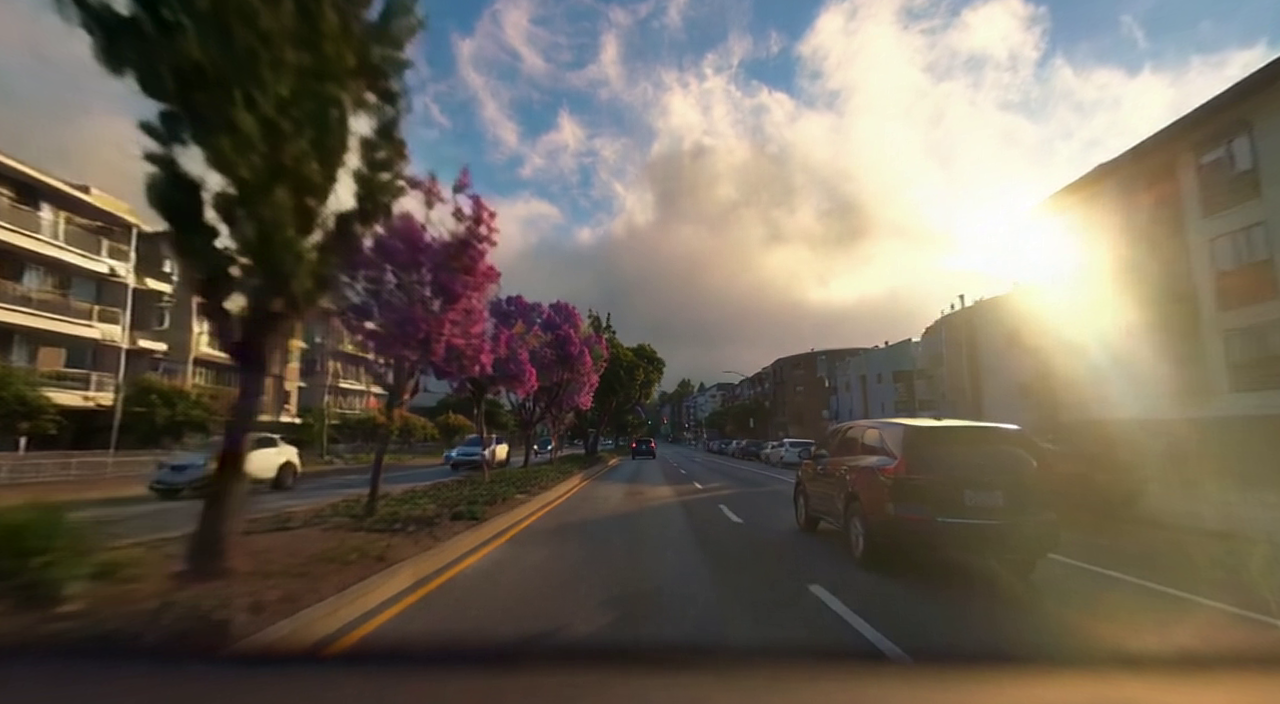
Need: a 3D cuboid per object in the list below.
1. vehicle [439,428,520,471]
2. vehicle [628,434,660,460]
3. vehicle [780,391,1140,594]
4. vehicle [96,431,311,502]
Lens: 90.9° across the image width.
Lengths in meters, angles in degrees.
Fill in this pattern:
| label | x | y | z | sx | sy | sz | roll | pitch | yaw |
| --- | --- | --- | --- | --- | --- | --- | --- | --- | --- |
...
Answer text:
| label | x | y | z | sx | sy | sz | roll | pitch | yaw |
| --- | --- | --- | --- | --- | --- | --- | --- | --- | --- |
| vehicle | -7.682 | 4.754 | 30.882 | 2.249 | 1.898 | 5.815 | -1 | -8 | 2 |
| vehicle | 0.322 | 6.940 | 46.035 | 2.244 | 1.813 | 4.129 | 0 | -8 | 2 |
| vehicle | 3.286 | 1.548 | 7.808 | 2.071 | 1.747 | 4.549 | 0 | -8 | 0 |
| vehicle | -11.923 | 3.147 | 17.907 | 2.191 | 1.684 | 5.428 | 0 | -8 | 1 |
